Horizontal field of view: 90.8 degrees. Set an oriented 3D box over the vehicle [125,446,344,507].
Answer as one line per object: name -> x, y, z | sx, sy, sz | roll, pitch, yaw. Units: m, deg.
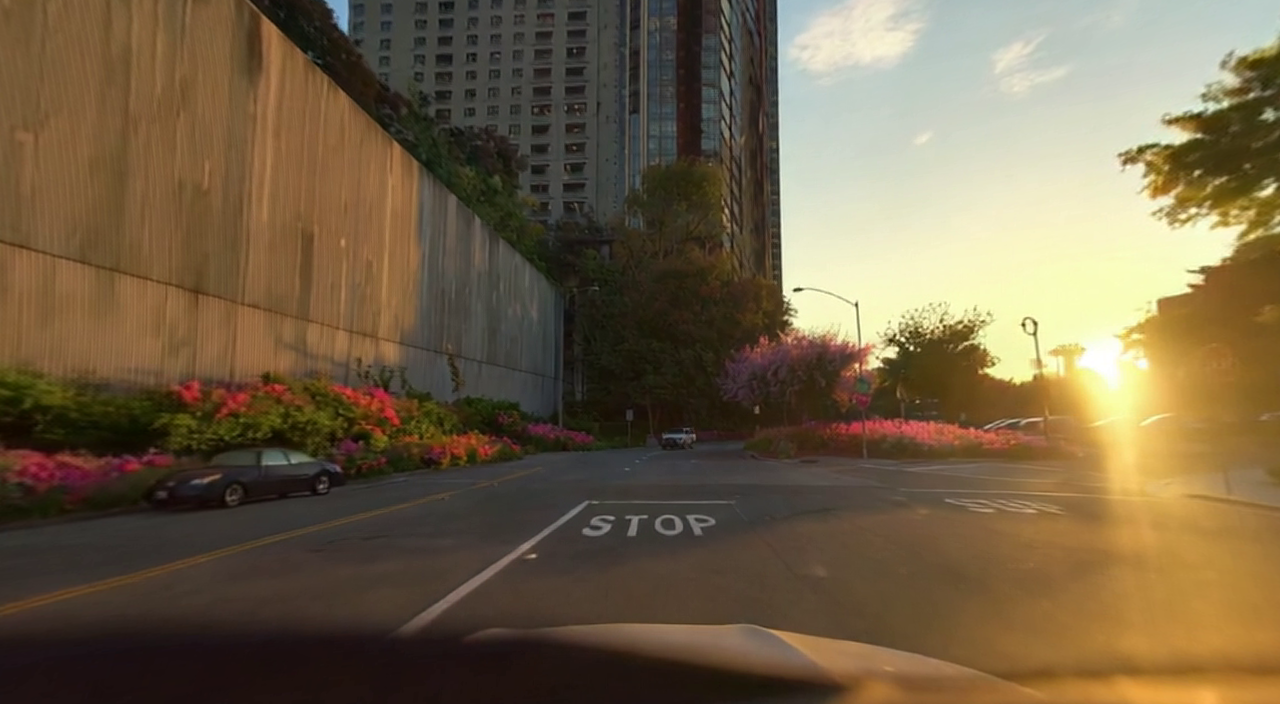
vehicle -> -10.880, 3.311, 17.350 | 4.694, 1.447, 2.137 | 5, -10, -30
